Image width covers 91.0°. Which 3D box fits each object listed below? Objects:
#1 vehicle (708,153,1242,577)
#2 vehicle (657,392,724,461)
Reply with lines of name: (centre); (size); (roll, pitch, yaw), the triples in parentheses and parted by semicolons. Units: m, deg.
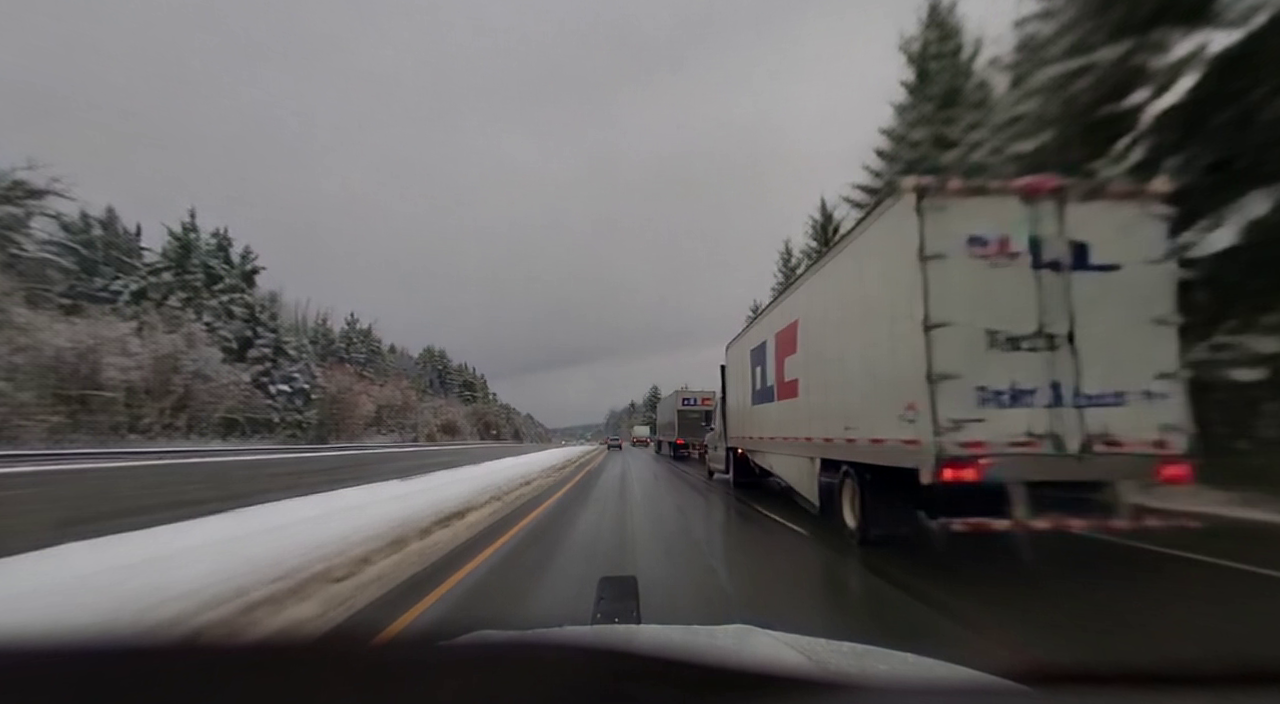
vehicle: (3.862, 1.048, 13.243); (2.863, 4.031, 14.678); (0, -8, -1)
vehicle: (3.164, 5.379, 44.087); (2.871, 4.072, 14.183); (0, -8, -3)
